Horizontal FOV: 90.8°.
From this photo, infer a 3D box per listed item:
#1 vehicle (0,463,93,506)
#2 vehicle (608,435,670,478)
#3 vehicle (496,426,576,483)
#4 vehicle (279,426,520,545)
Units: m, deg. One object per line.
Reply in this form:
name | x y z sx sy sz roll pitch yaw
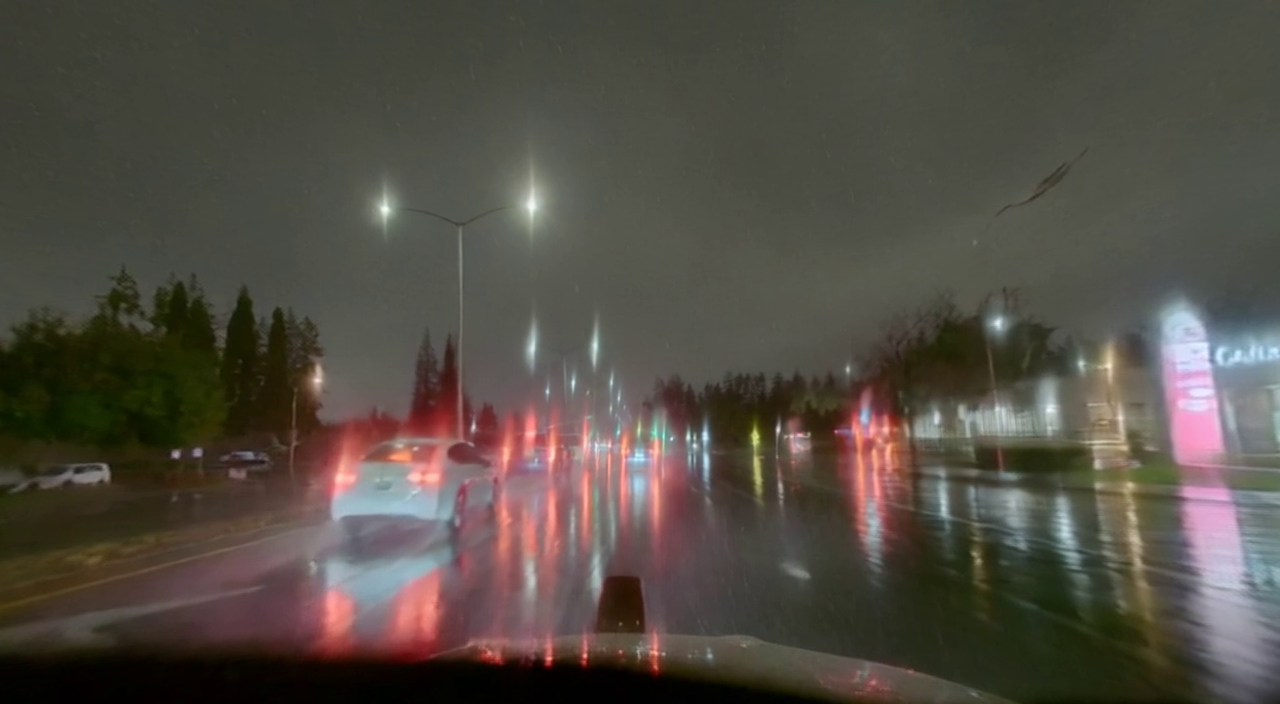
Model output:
vehicle | -28.799 6.229 29.480 4.586 1.682 2.003 -3 -8 -4
vehicle | -0.065 3.892 23.708 2.126 1.475 3.967 0 -9 -1
vehicle | -3.443 3.494 21.745 2.046 1.751 4.208 0 -9 0
vehicle | -3.483 2.036 10.305 2.139 1.487 4.453 0 -9 0
